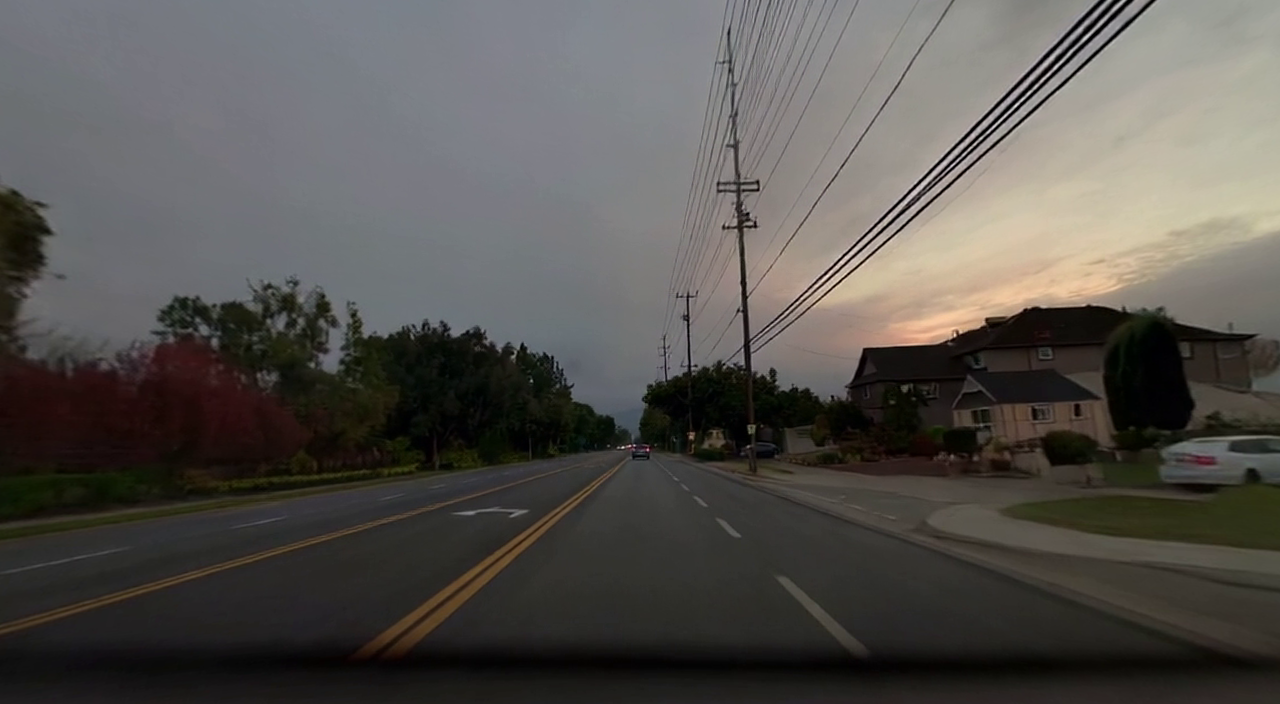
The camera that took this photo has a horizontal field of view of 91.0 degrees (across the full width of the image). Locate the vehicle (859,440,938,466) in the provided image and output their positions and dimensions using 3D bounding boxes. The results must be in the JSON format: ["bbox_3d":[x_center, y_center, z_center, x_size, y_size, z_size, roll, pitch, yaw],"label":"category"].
[{"bbox_3d":[16.341,6.438,39.890,4.153,1.442,1.822,-2,-11,0],"label":"vehicle"}]

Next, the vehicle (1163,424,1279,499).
[{"bbox_3d":[14.446,2.403,13.992,3.855,1.548,1.937,0,-8,0],"label":"vehicle"}]
